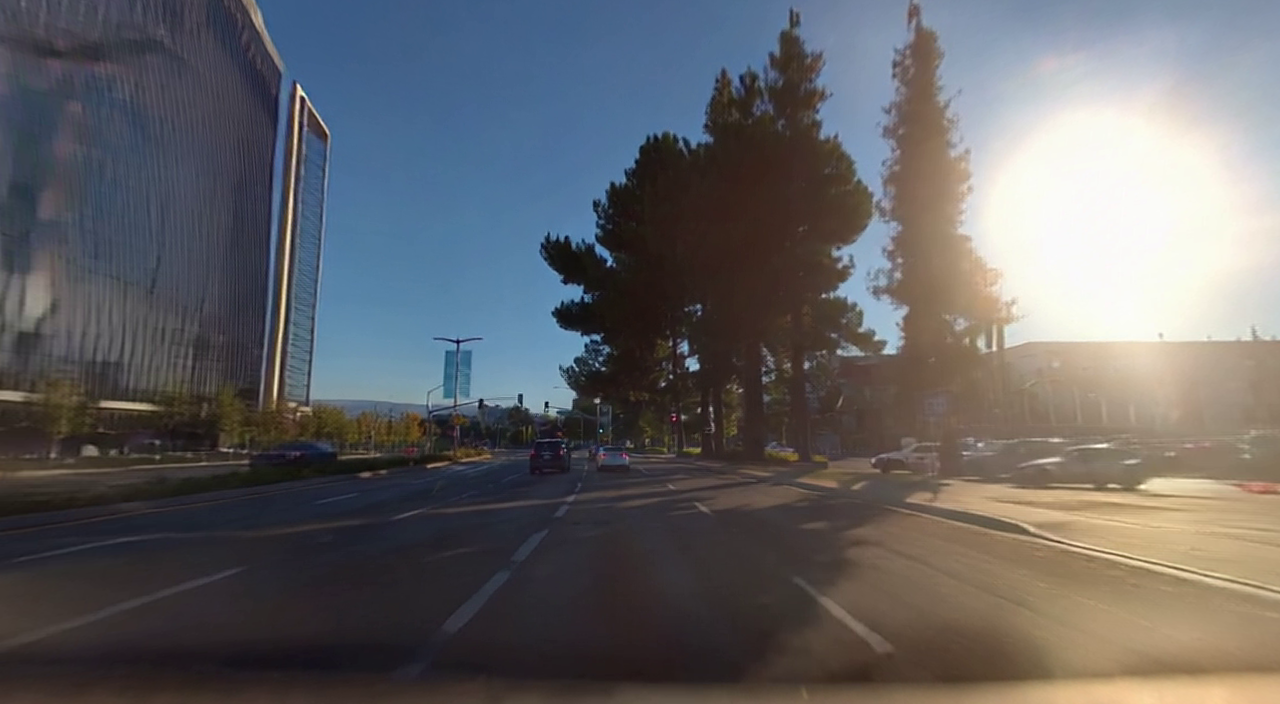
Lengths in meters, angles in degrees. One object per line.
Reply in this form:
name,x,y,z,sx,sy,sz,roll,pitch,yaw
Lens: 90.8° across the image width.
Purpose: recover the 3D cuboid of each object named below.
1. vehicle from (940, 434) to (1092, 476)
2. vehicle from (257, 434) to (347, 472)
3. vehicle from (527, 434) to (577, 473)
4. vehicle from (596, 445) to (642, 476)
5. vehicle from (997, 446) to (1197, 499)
vehicle,13.570,3.750,22.994,4.373,1.437,1.630,-1,-9,3
vehicle,-15.781,4.755,29.822,1.856,1.625,4.574,0,-8,-3
vehicle,-4.345,5.079,31.829,2.001,1.784,4.483,0,-8,-2
vehicle,-1.025,5.103,30.006,2.050,1.385,4.096,0,-8,-3
vehicle,13.568,3.580,19.002,4.470,1.429,1.878,0,-7,3
